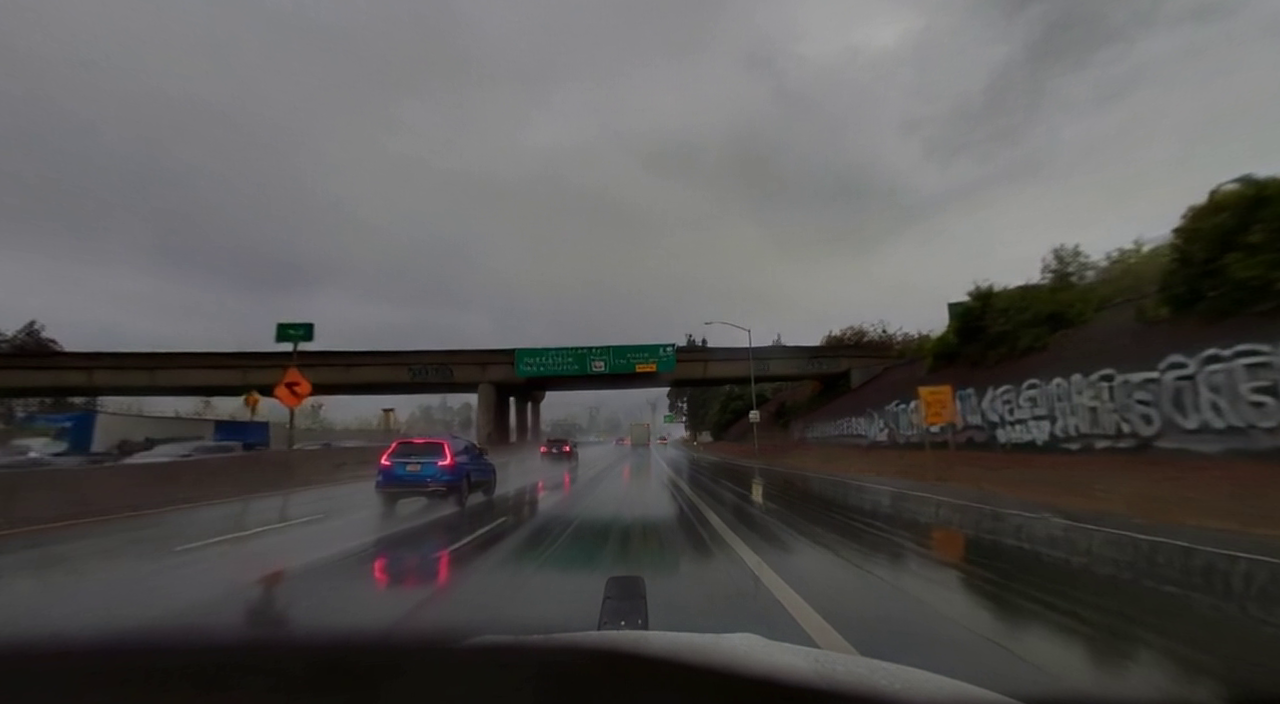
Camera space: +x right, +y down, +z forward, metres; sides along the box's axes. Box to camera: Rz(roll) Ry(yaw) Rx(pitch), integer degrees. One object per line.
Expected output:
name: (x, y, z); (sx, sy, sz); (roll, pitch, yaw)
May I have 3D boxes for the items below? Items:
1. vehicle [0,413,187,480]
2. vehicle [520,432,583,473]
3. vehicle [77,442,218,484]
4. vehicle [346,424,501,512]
vehicle: (-35.545, 6.091, 40.859); (3.511, 3.744, 11.340); (0, -8, 0)
vehicle: (-3.921, 4.545, 28.604); (2.154, 1.693, 4.394); (0, -8, 1)
vehicle: (-20.335, 4.578, 26.271); (1.856, 1.560, 5.001); (0, -8, -1)
vehicle: (-4.532, 2.468, 13.884); (1.969, 1.633, 3.962); (0, -8, 0)
